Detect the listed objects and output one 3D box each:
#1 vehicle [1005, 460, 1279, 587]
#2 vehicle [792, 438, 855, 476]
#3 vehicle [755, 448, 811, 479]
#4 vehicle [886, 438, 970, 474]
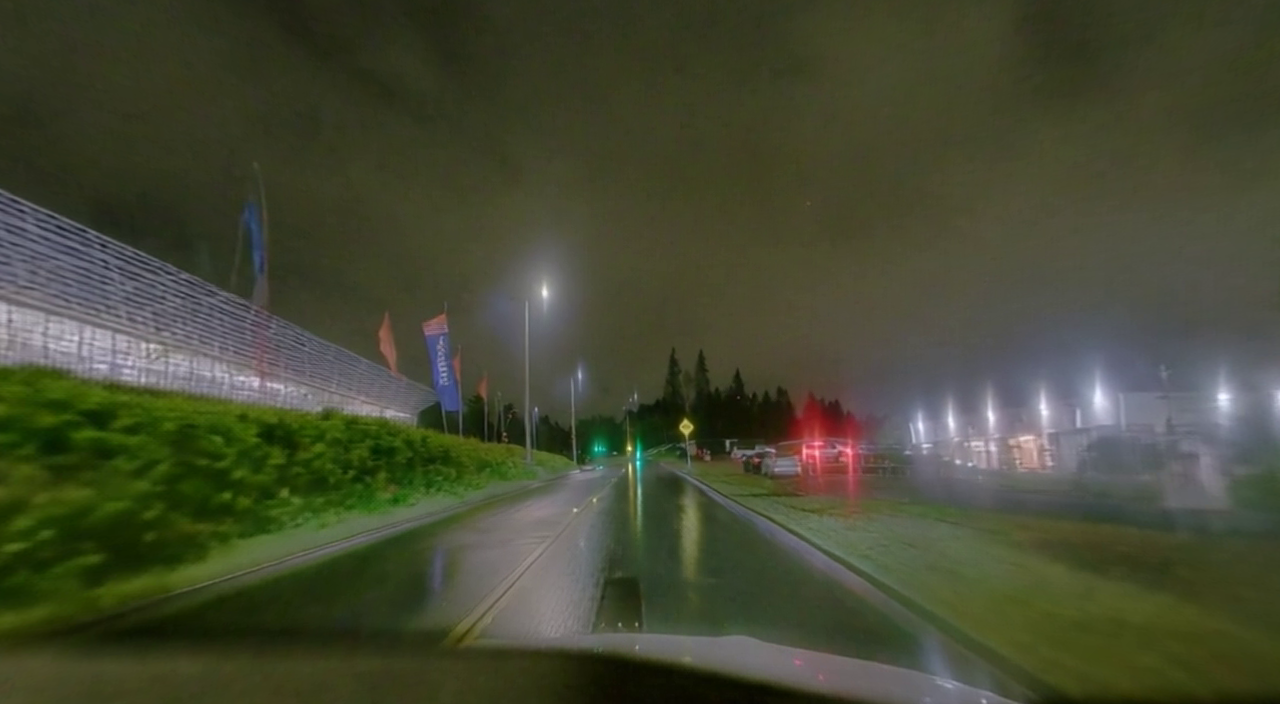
[{"bbox_3d":[8.044,2.493,9.874,1.981,1.471,3.636,1,-9,-11],"label":"vehicle"},{"bbox_3d":[10.184,5.854,35.287,2.113,1.945,4.546,-1,-9,0],"label":"vehicle"},{"bbox_3d":[7.512,5.857,33.326,1.909,1.496,4.079,-1,-9,-1],"label":"vehicle"},{"bbox_3d":[14.603,5.288,32.196,1.947,1.657,4.314,0,-9,-5],"label":"vehicle"}]
